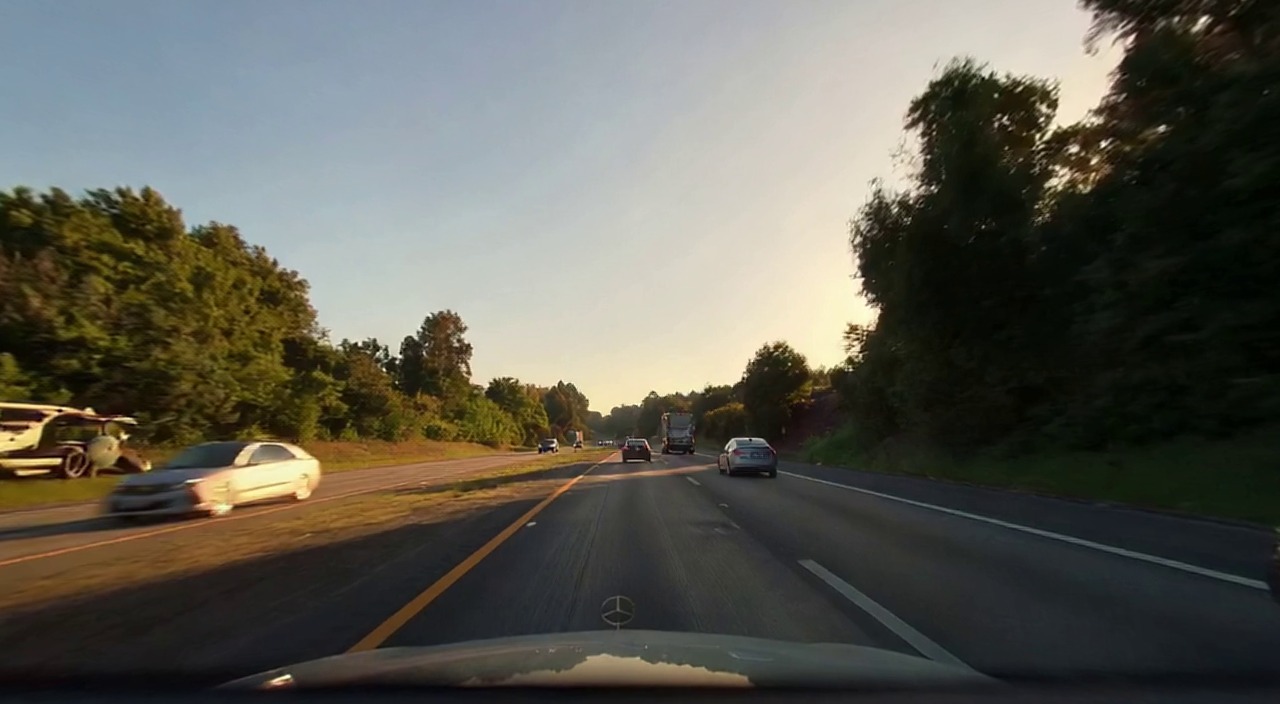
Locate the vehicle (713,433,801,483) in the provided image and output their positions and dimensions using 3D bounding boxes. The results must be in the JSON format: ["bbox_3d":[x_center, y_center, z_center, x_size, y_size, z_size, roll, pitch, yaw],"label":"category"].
[{"bbox_3d":[3.775,3.483,21.222,2.004,1.469,4.472,0,-8,-2],"label":"vehicle"}]

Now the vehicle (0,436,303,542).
[{"bbox_3d":[-9.165,2.500,12.519,2.103,1.616,5.187,0,-8,0],"label":"vehicle"}]

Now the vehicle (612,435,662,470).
[{"bbox_3d":[-0.141,4.583,29.099,2.143,1.466,3.693,0,-8,0],"label":"vehicle"}]
